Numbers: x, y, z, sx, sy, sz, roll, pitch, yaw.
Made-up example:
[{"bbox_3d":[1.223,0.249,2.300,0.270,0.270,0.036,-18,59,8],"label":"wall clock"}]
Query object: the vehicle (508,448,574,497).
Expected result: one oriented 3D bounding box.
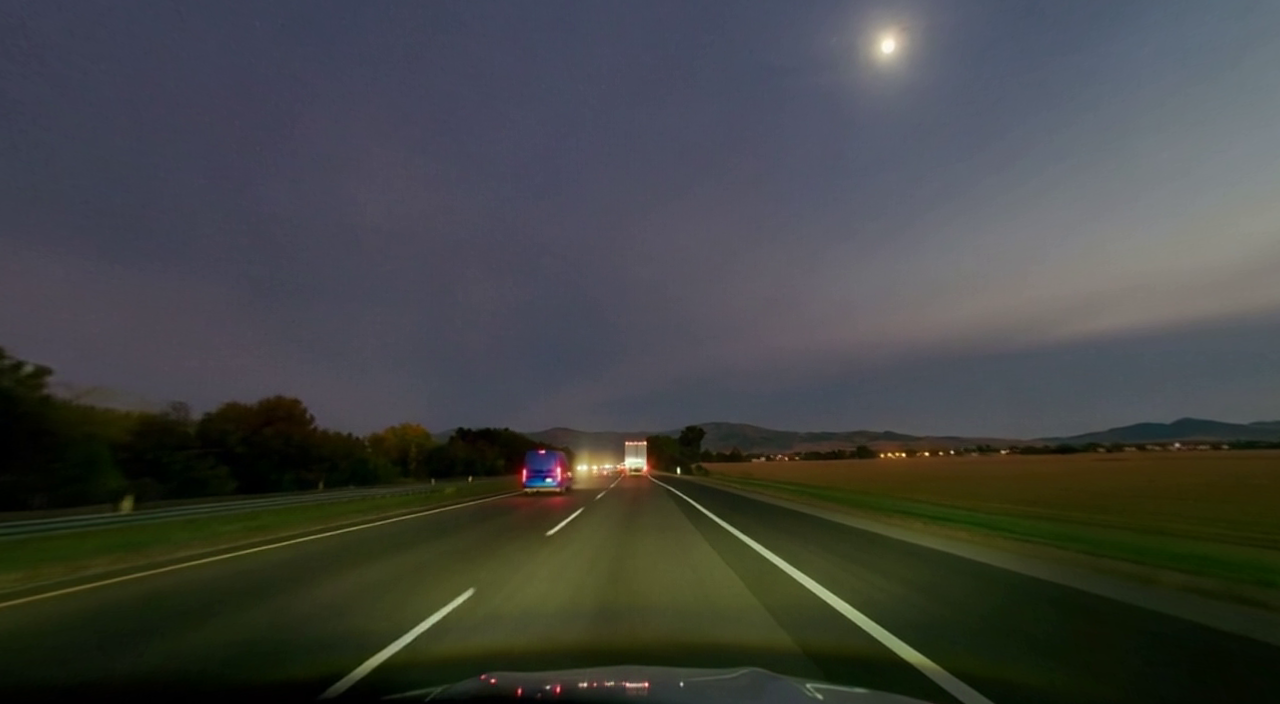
[{"bbox_3d":[-4.320,5.389,28.372,2.208,1.973,4.716,1,-10,0],"label":"vehicle"}]
